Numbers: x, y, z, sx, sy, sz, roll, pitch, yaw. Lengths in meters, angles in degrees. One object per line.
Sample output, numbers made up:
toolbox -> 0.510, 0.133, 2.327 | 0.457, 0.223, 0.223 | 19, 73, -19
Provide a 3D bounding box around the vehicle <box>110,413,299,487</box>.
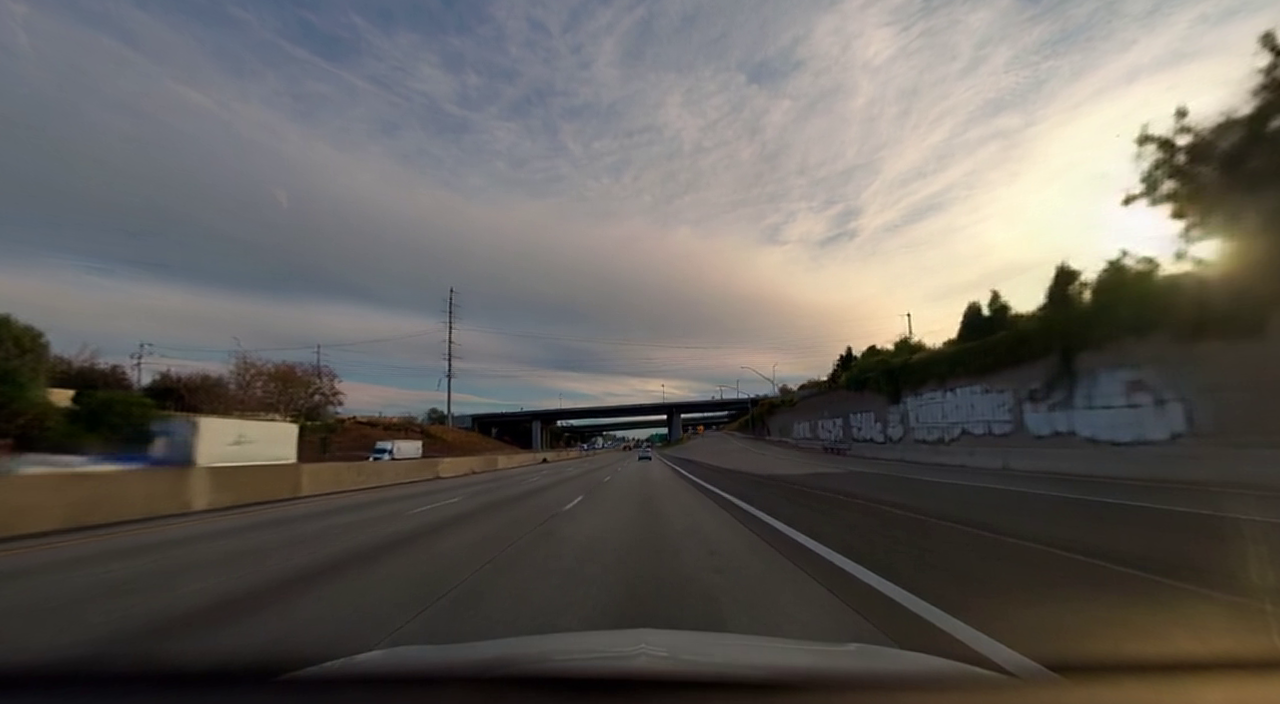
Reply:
vehicle -> -24.446, 5.710, 36.566 | 3.177, 3.622, 10.760 | 0, -9, 0
